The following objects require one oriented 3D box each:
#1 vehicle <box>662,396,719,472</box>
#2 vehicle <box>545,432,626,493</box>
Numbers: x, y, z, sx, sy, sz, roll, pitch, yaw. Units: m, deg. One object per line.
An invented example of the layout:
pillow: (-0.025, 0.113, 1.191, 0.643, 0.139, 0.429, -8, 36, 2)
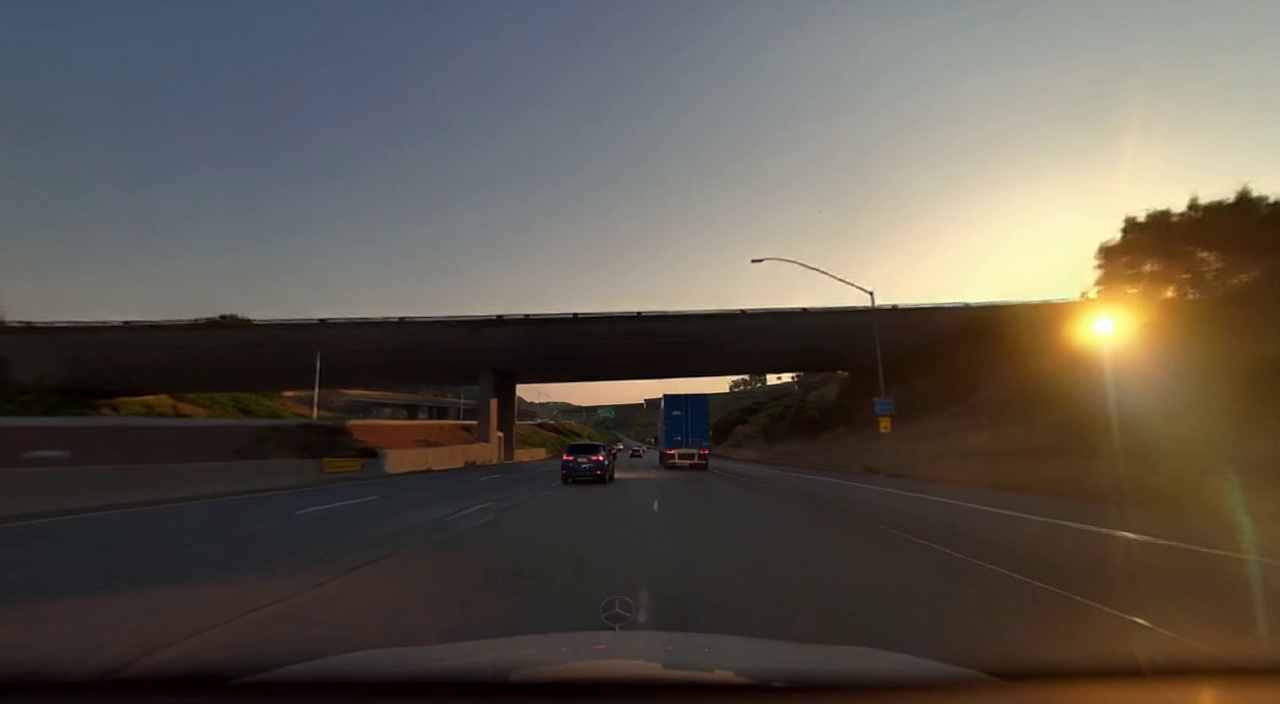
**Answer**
vehicle: (2.902, 5.181, 39.198, 2.964, 4.063, 10.072, 0, -9, 2)
vehicle: (-1.606, 3.497, 20.267, 2.077, 1.716, 4.514, 0, -9, 2)
